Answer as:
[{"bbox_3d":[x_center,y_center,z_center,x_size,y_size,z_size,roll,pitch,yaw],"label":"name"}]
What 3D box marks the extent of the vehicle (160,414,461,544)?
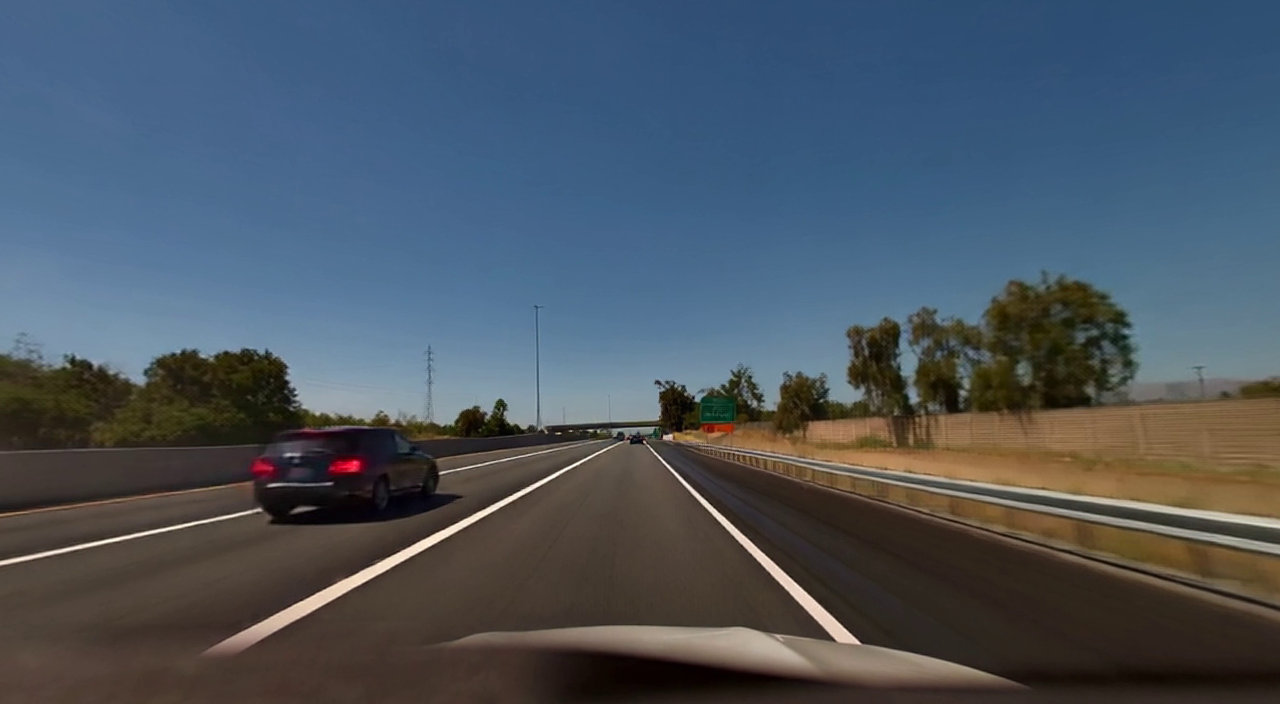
[{"bbox_3d":[-4.642,1.845,9.998,2.149,1.532,4.905,0,-8,0],"label":"vehicle"}]
